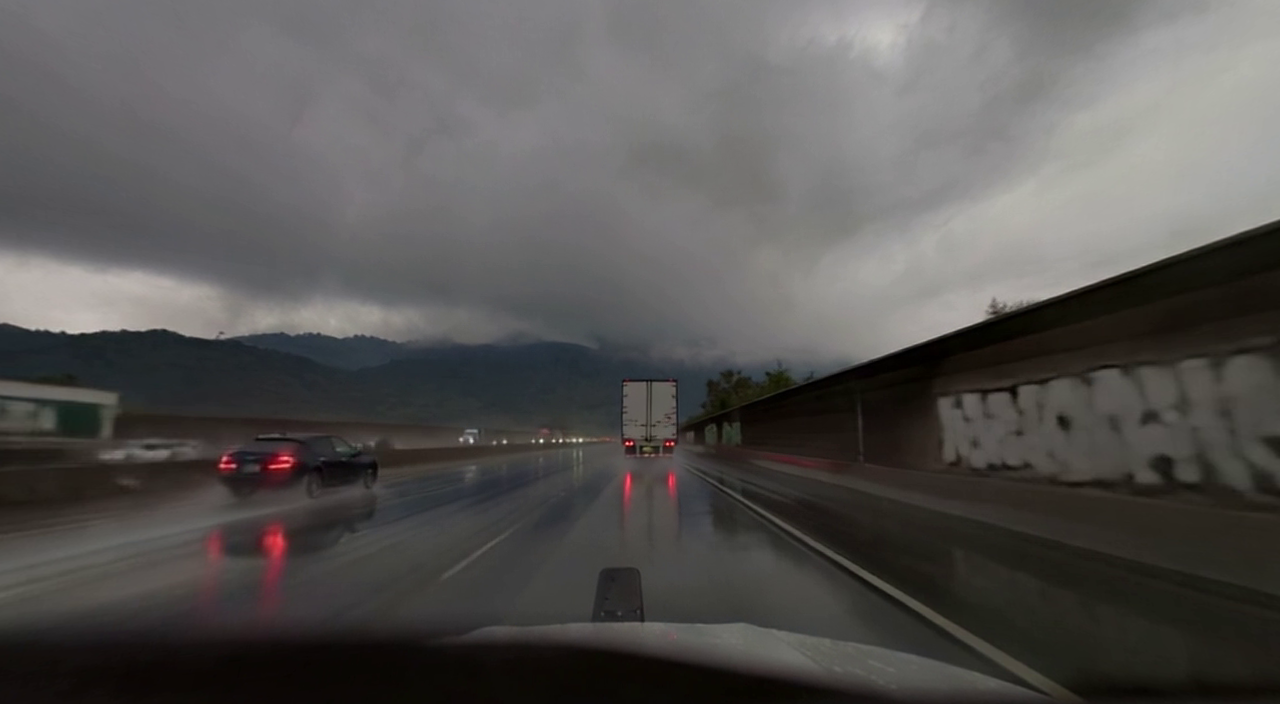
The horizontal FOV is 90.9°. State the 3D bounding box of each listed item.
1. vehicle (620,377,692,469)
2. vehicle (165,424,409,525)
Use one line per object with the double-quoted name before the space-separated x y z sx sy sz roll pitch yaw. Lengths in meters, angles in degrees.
"vehicle" 0.511 3.618 31.244 2.921 3.765 10.773 0 -8 -1
"vehicle" -6.281 2.192 12.015 1.982 1.535 4.519 0 -8 1
